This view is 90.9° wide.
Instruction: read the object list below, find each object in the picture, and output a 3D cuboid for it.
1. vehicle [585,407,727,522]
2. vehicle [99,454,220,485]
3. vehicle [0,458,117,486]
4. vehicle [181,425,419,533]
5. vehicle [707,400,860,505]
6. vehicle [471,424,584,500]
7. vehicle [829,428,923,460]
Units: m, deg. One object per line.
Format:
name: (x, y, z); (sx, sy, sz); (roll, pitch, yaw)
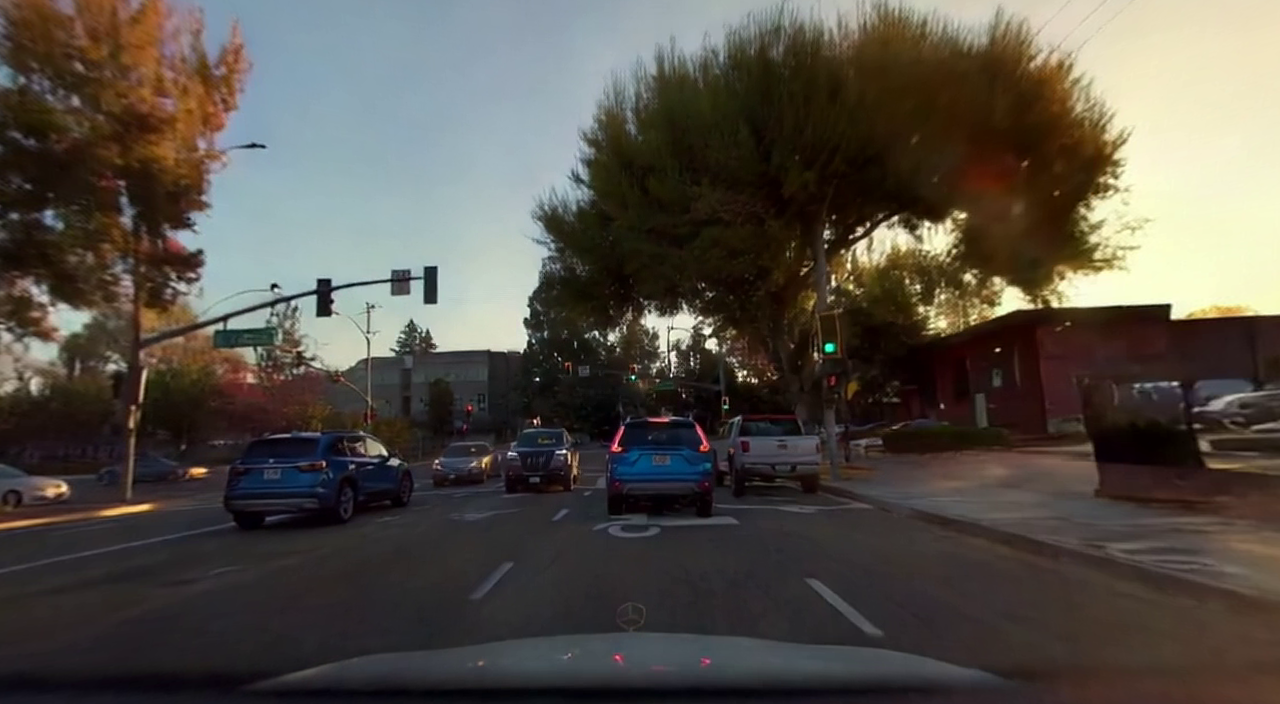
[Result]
vehicle: (0.231, 2.091, 12.116); (2.235, 1.778, 4.178); (0, -9, 0)
vehicle: (-23.970, 5.870, 31.589); (4.383, 1.456, 1.999); (0, -9, -1)
vehicle: (-32.039, 6.617, 34.816); (4.554, 1.449, 1.949); (0, -8, 0)
vehicle: (-6.113, 2.319, 12.131); (2.052, 1.664, 4.476); (0, -8, 0)
vehicle: (3.159, 2.422, 15.421); (2.338, 2.063, 5.672); (0, -9, 0)
vehicle: (-2.704, 2.780, 16.296); (2.058, 1.659, 4.514); (0, -8, 0)
vehicle: (14.431, 5.630, 38.744); (4.983, 1.560, 1.841); (-4, -8, 0)
